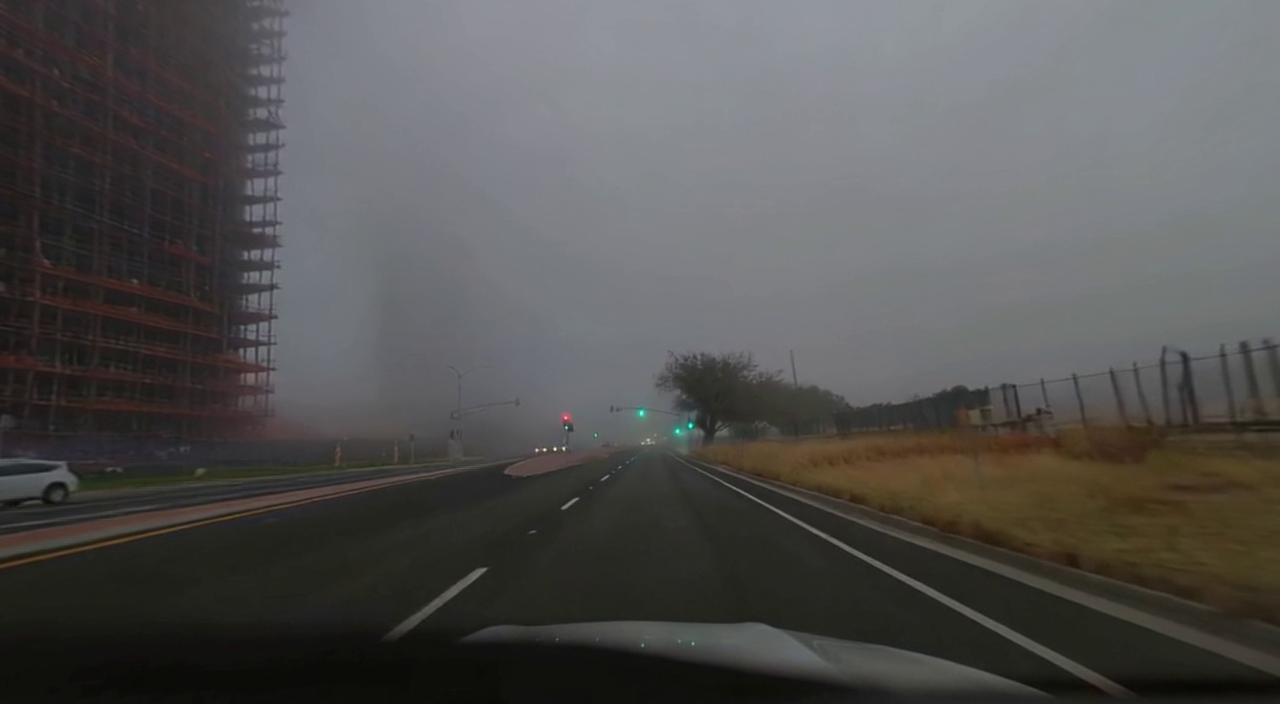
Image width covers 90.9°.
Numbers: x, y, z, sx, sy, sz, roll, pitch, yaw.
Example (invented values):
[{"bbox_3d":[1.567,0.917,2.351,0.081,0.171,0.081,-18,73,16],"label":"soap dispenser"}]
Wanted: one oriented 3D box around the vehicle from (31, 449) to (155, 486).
[{"bbox_3d":[-29.622,6.207,34.469,2.213,1.795,5.964,1,-9,-9],"label":"vehicle"}]
